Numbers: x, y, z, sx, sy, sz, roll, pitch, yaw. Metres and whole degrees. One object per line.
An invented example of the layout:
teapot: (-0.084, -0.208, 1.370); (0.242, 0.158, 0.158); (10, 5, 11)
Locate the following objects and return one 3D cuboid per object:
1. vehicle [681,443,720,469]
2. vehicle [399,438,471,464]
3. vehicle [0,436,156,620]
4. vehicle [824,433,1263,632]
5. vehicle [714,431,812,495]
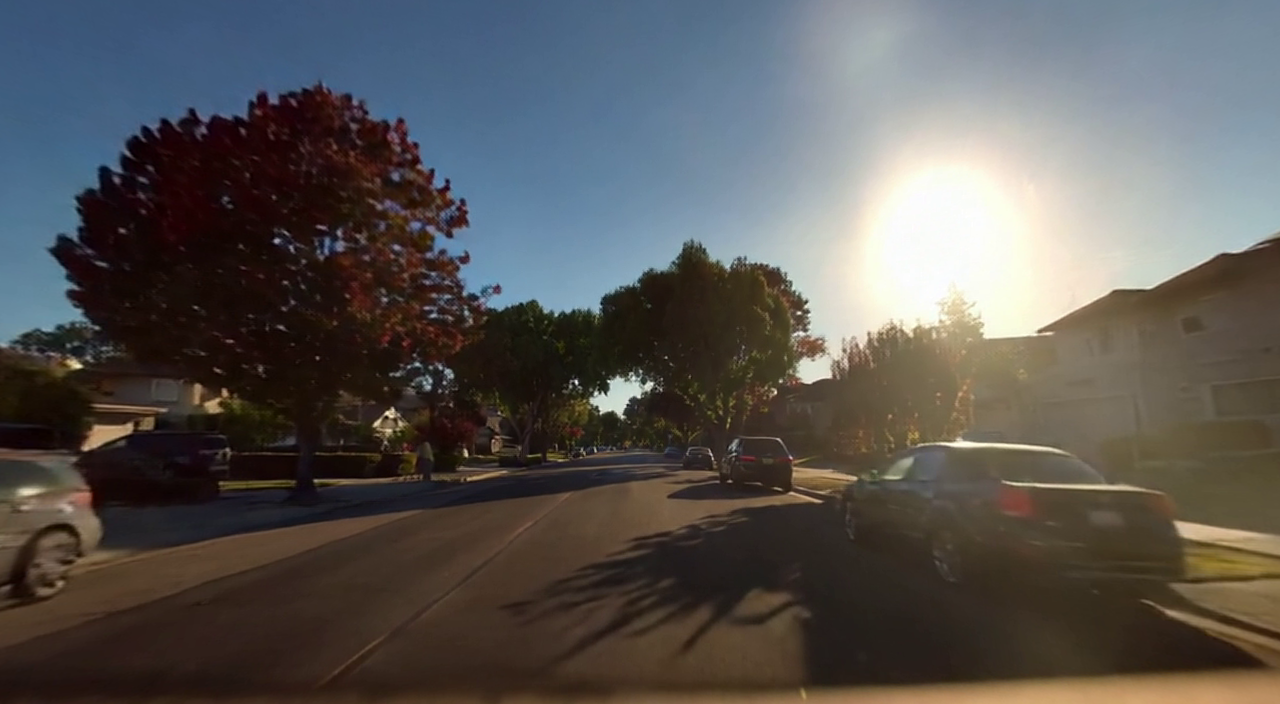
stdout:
vehicle: (3.738, 6.540, 39.734); (1.897, 1.521, 4.835); (0, -9, -1)
vehicle: (-15.715, 7.602, 48.414); (4.882, 1.777, 2.025); (-2, -9, -2)
vehicle: (-6.274, 1.391, 4.501); (1.985, 1.497, 4.655); (-2, -8, -1)
vehicle: (3.796, 1.736, 7.173); (1.949, 1.505, 4.483); (0, -9, -1)
vehicle: (3.754, 3.497, 20.222); (2.039, 1.780, 4.884); (0, -9, -2)
